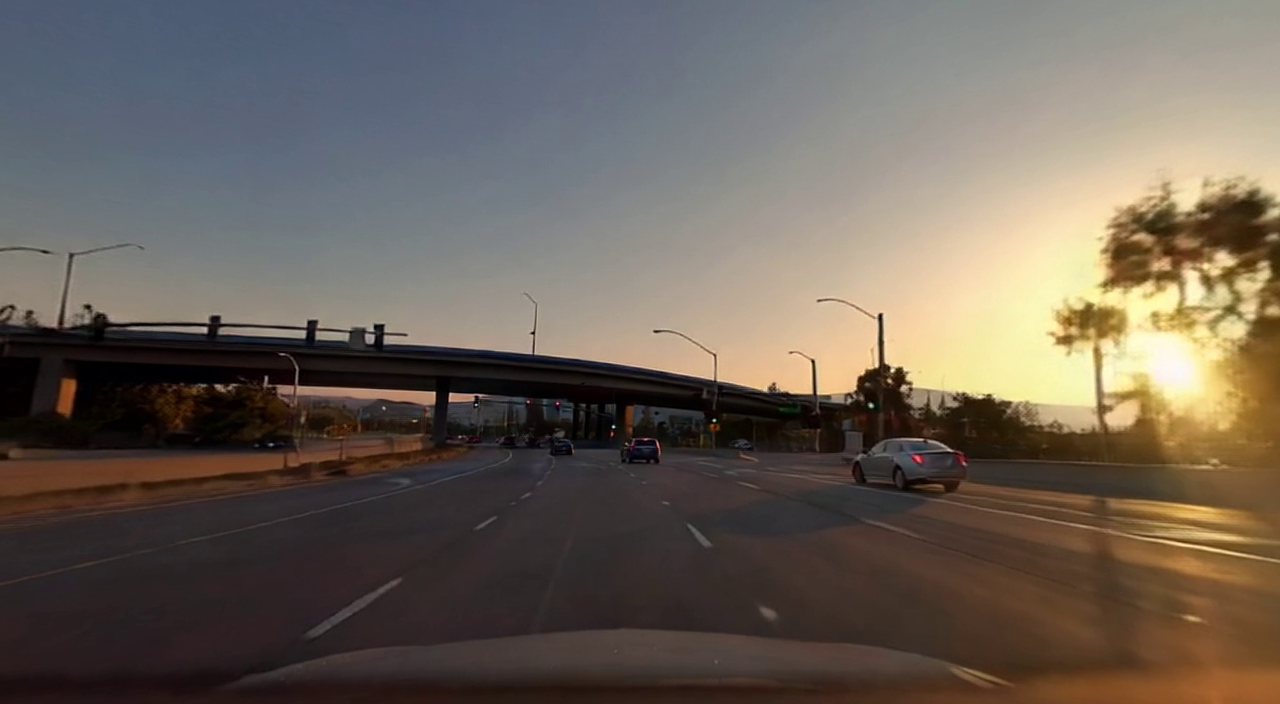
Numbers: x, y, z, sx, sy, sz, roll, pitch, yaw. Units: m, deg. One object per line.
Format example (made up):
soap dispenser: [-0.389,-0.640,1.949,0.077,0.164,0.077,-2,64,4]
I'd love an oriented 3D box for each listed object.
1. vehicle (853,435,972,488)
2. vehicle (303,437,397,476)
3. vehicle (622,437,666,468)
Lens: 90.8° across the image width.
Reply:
vehicle: [9.865,3.980,23.395,2.130,1.741,4.665,0,-8,-3]
vehicle: [-13.049,4.724,28.845,2.399,1.624,4.585,1,-8,-4]
vehicle: [0.167,6.006,38.022,2.024,1.724,3.928,1,-9,-8]
